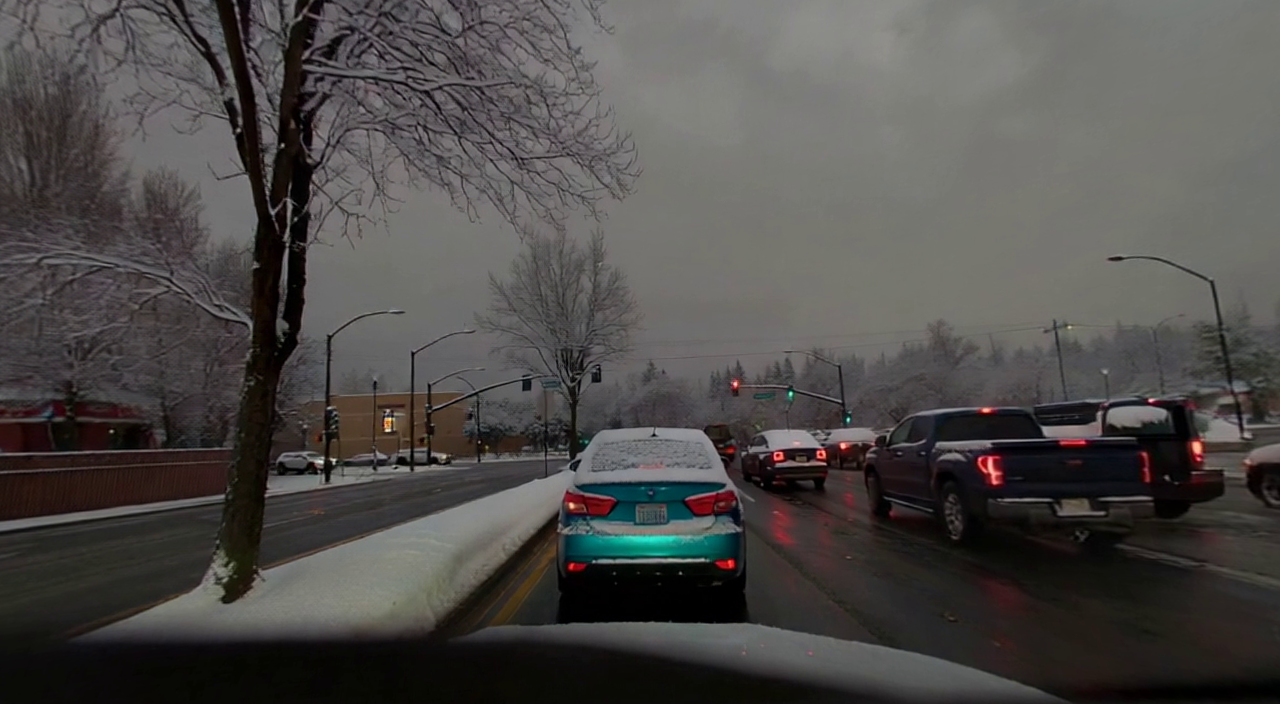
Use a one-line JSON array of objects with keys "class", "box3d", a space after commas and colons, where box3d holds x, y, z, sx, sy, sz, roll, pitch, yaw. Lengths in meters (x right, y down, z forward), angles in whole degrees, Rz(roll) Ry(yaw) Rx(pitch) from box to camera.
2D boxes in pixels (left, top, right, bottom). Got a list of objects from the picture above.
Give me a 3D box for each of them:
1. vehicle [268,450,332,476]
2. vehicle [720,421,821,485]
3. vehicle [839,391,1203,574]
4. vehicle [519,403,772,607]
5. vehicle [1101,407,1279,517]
[{"class": "vehicle", "box3d": [-24.064, 7.827, 44.847, 1.798, 1.706, 4.385, -1, -8, 6]}, {"class": "vehicle", "box3d": [4.369, 3.524, 22.259, 2.319, 1.930, 5.651, 0, -8, 0]}, {"class": "vehicle", "box3d": [4.556, 1.643, 8.684, 2.019, 1.803, 4.634, 0, -8, -1]}, {"class": "vehicle", "box3d": [0.006, 1.568, 7.328, 2.116, 1.677, 3.948, 0, -8, -1]}, {"class": "vehicle", "box3d": [11.440, 2.021, 11.881, 1.850, 1.778, 4.793, 0, -8, 0]}]
